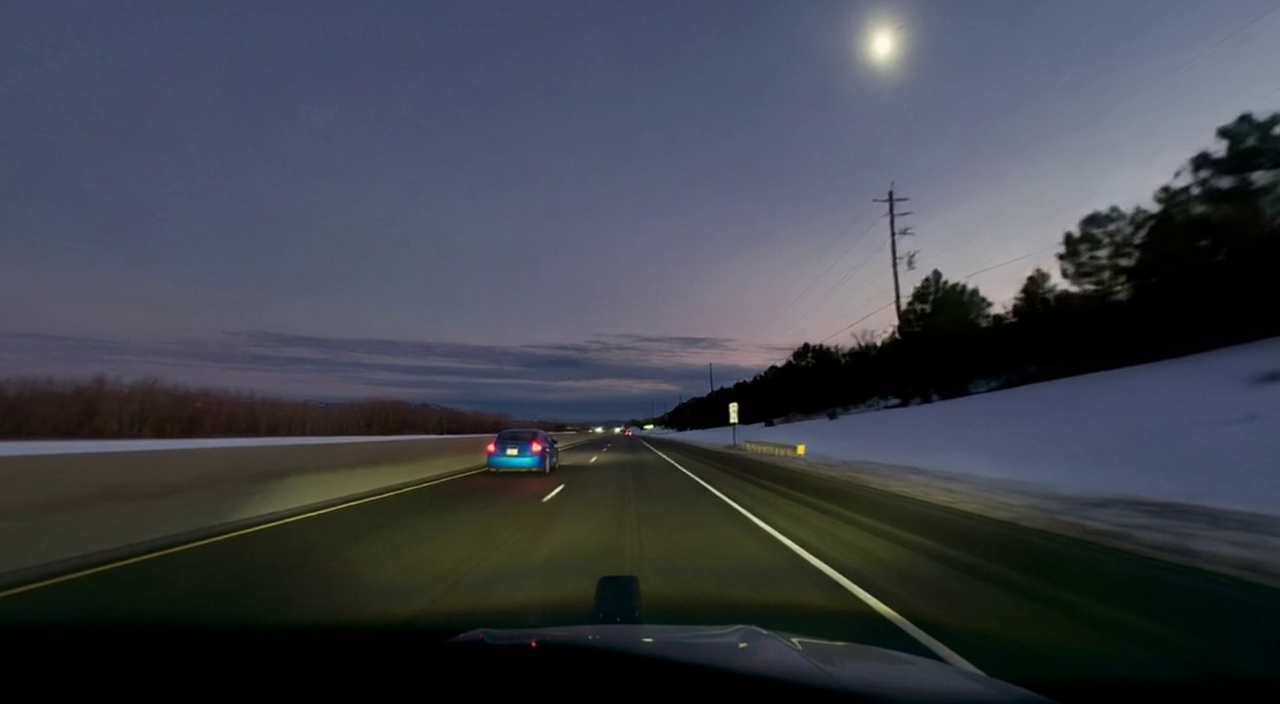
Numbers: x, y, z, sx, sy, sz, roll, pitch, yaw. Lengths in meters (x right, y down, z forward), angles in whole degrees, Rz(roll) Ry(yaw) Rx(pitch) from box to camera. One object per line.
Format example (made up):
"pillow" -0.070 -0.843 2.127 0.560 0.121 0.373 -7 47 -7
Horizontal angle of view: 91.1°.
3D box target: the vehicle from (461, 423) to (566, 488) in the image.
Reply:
"vehicle" -3.274 2.759 17.108 1.999 1.536 3.969 0 -8 0
